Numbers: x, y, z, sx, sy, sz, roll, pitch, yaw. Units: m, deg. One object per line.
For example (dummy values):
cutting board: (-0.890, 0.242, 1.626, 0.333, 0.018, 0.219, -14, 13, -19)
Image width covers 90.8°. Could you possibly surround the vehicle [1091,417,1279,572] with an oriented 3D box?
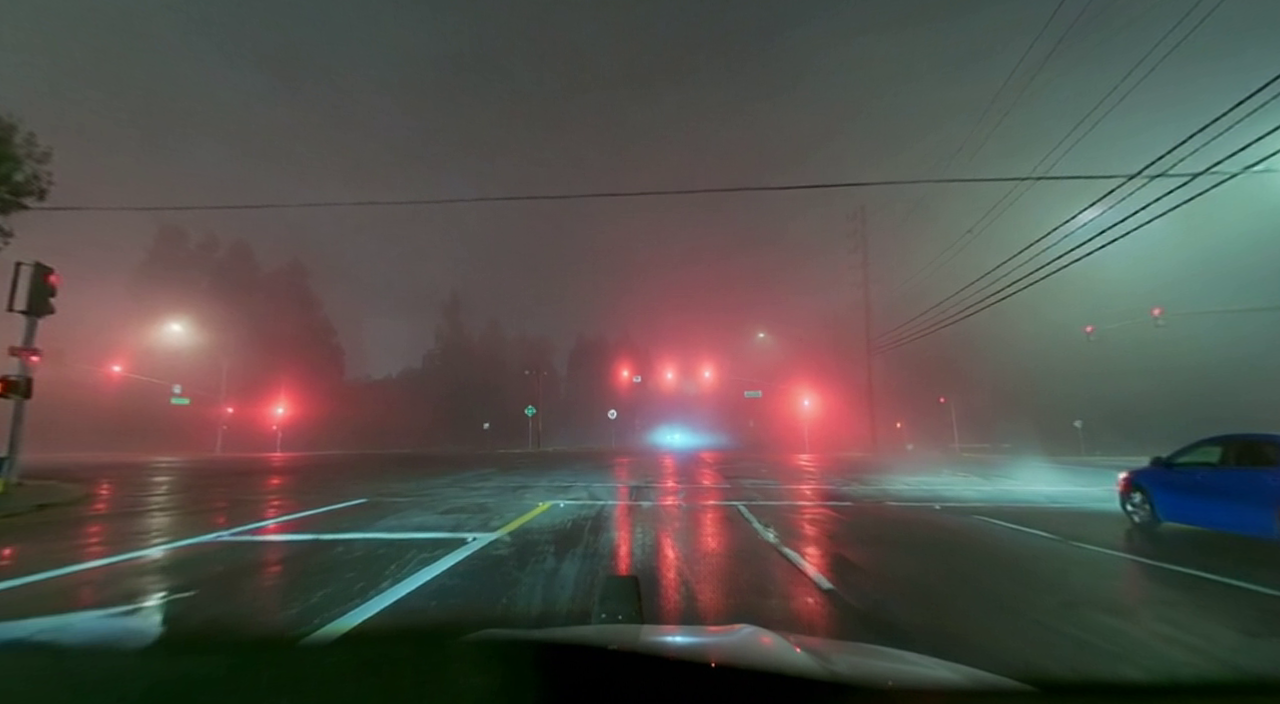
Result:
vehicle: (7.380, 1.552, 7.149, 1.797, 1.544, 3.685, 0, -8, 0)
